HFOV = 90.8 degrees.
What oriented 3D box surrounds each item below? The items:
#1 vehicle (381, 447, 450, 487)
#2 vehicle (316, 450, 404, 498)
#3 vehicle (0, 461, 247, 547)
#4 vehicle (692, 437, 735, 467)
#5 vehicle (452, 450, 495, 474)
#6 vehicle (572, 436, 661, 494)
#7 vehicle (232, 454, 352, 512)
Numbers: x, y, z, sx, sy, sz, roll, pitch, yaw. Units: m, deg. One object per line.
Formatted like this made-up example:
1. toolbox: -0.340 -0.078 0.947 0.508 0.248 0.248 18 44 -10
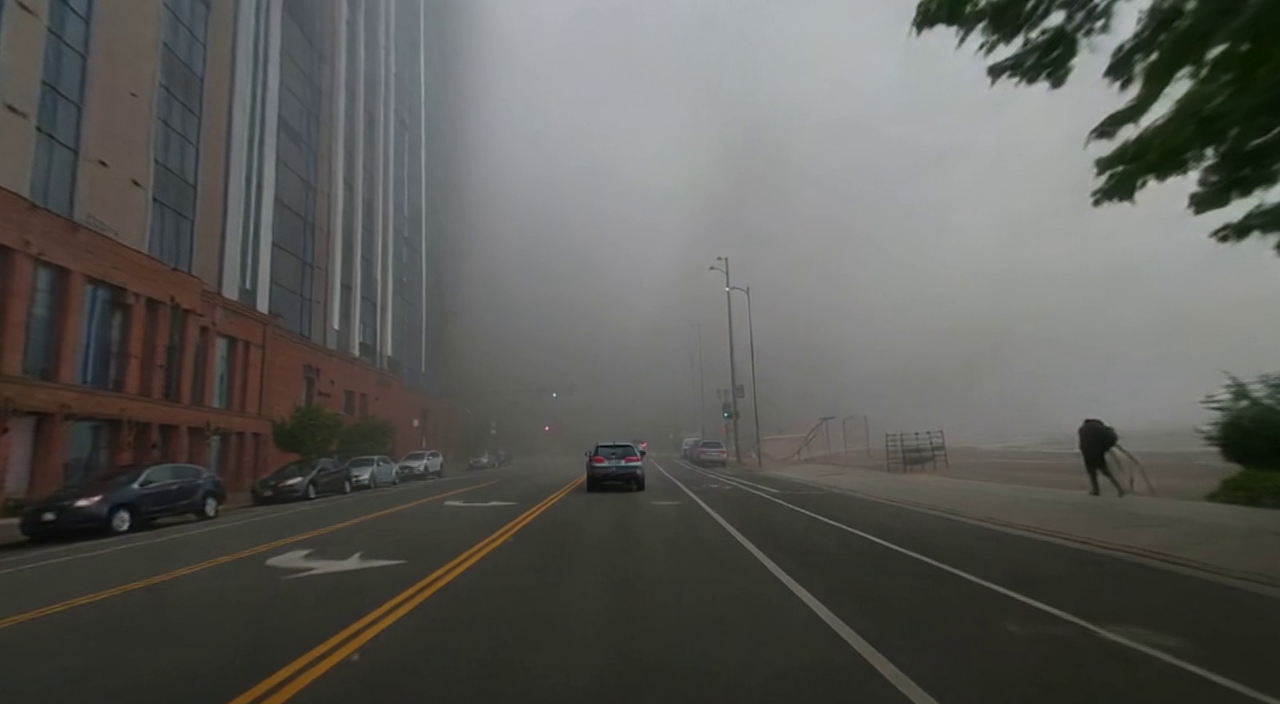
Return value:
1. vehicle: -12.115 6.192 34.414 2.090 1.784 4.832 -4 -8 -2
2. vehicle: -12.278 5.312 28.011 1.945 1.712 4.648 -5 -8 -2
3. vehicle: -11.825 3.412 14.874 1.991 1.507 4.879 -1 -8 0
4. vehicle: 4.301 5.912 37.512 1.924 1.645 4.528 -1 -8 -1
5. vehicle: -12.374 8.199 47.209 1.968 1.469 4.523 -3 -8 -1
6. vehicle: -0.630 3.217 18.327 2.269 1.479 3.980 0 -8 -1
7. vehicle: -12.172 4.533 22.399 1.976 1.577 4.091 -6 -8 -1
